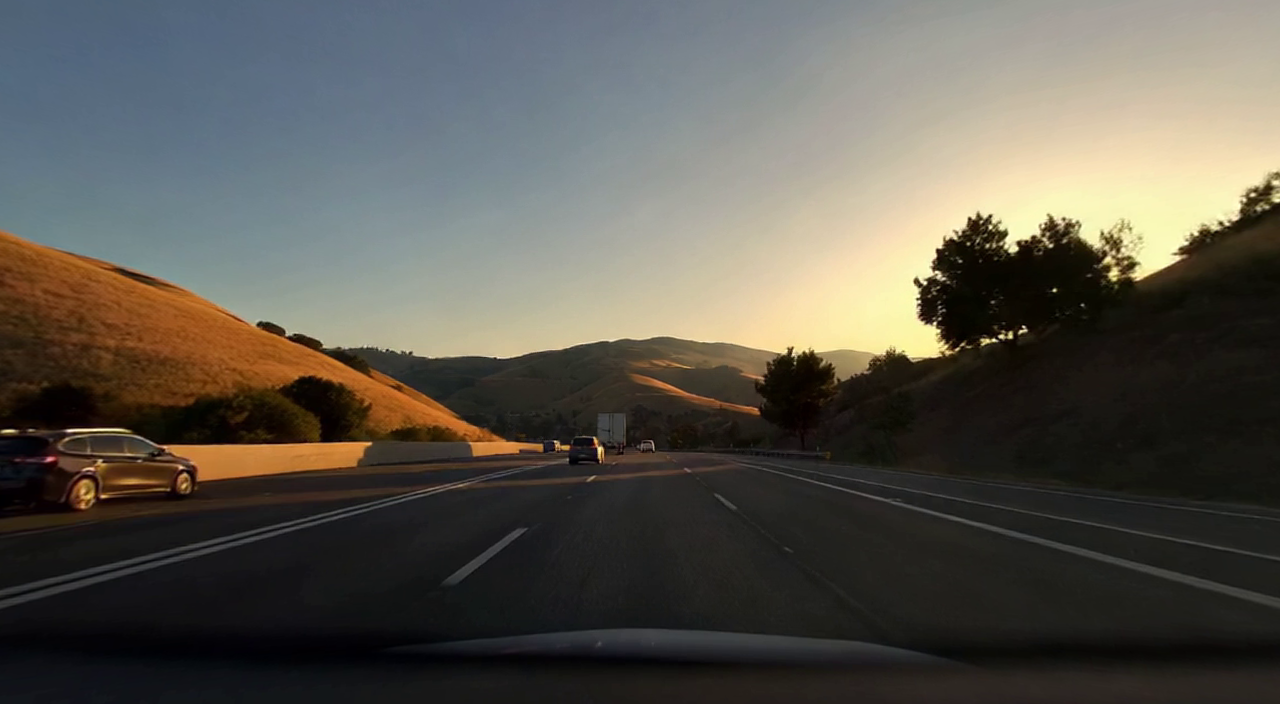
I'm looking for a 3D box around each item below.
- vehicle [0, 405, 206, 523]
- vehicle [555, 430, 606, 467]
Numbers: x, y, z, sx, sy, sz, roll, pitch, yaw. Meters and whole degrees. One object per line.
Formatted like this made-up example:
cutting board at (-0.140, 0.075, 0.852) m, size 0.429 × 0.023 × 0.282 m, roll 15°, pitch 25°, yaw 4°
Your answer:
vehicle at (-11.005, 1.993, 11.500) m, size 2.130 × 1.828 × 5.523 m, roll 0°, pitch -8°, yaw 0°
vehicle at (-2.913, 4.824, 31.477) m, size 2.099 × 1.734 × 4.413 m, roll 0°, pitch -8°, yaw 0°
